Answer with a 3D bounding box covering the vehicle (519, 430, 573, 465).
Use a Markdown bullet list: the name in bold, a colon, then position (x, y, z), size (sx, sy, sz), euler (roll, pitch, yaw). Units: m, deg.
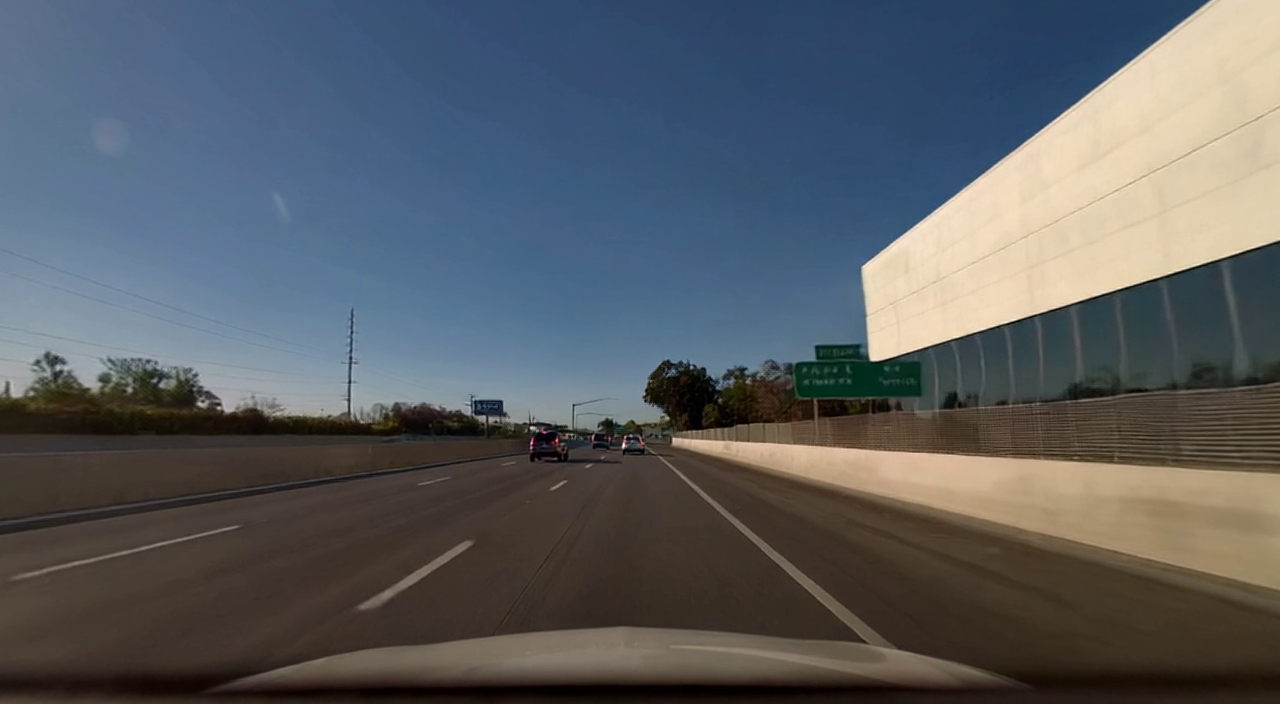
- **vehicle**: position (-4.624, 4.782, 31.643), size (2.036, 1.612, 4.510), euler (0, -8, 0)
